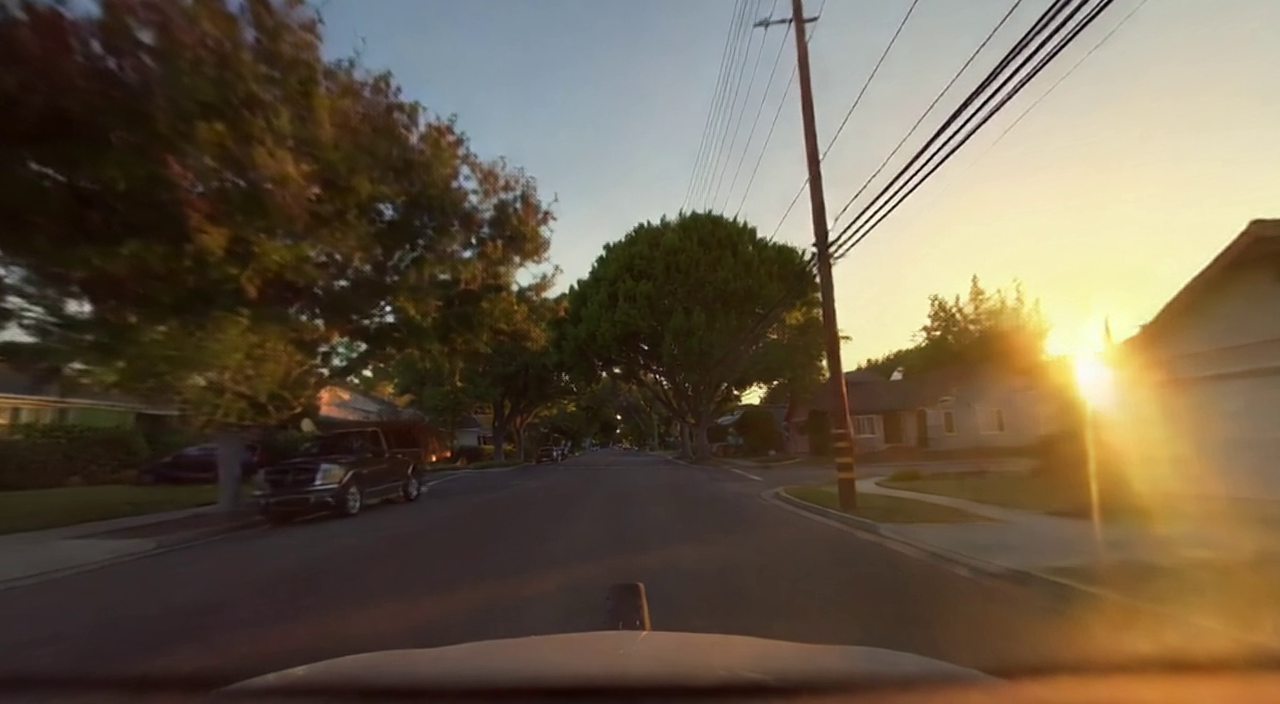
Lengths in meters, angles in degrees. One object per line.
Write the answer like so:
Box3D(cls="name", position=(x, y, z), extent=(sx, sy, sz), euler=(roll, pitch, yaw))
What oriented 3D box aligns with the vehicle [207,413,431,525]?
Box3D(cls="vehicle", position=(-7.446, 2.851, 15.788), extent=(2.739, 2.164, 6.065), euler=(-1, -9, -4))
